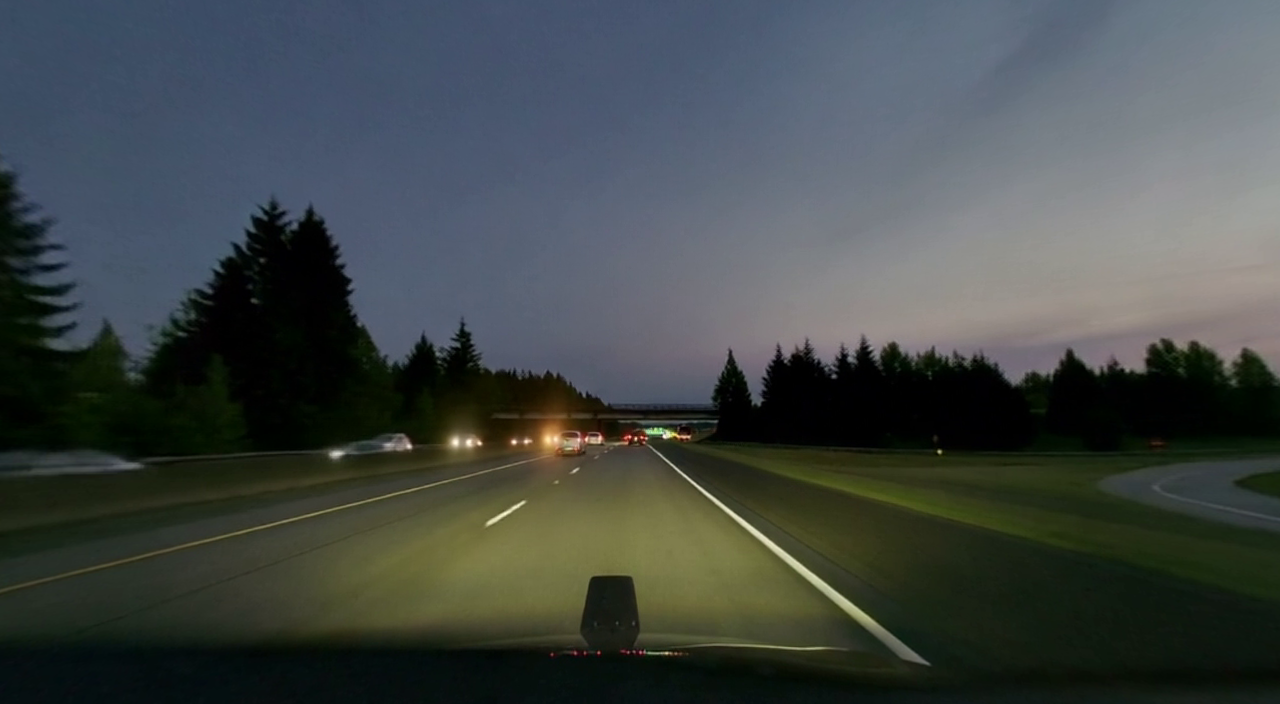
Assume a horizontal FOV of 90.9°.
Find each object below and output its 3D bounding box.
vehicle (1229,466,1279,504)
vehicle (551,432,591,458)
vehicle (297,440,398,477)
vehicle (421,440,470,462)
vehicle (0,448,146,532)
[{"bbox_3d":[31.740,6.642,31.699,2.033,1.565,4.672,-5,-9,31],"label":"vehicle"},{"bbox_3d":[-4.403,5.999,40.811,2.169,1.588,4.264,0,-8,-1],"label":"vehicle"},{"bbox_3d":[-12.436,4.539,27.151,2.294,1.453,4.341,0,-8,0],"label":"vehicle"},{"bbox_3d":[-13.197,6.711,42.949,2.012,1.428,4.247,0,-8,-1],"label":"vehicle"},{"bbox_3d":[-12.415,2.611,12.204,2.151,1.430,4.425,0,-8,-1],"label":"vehicle"}]
